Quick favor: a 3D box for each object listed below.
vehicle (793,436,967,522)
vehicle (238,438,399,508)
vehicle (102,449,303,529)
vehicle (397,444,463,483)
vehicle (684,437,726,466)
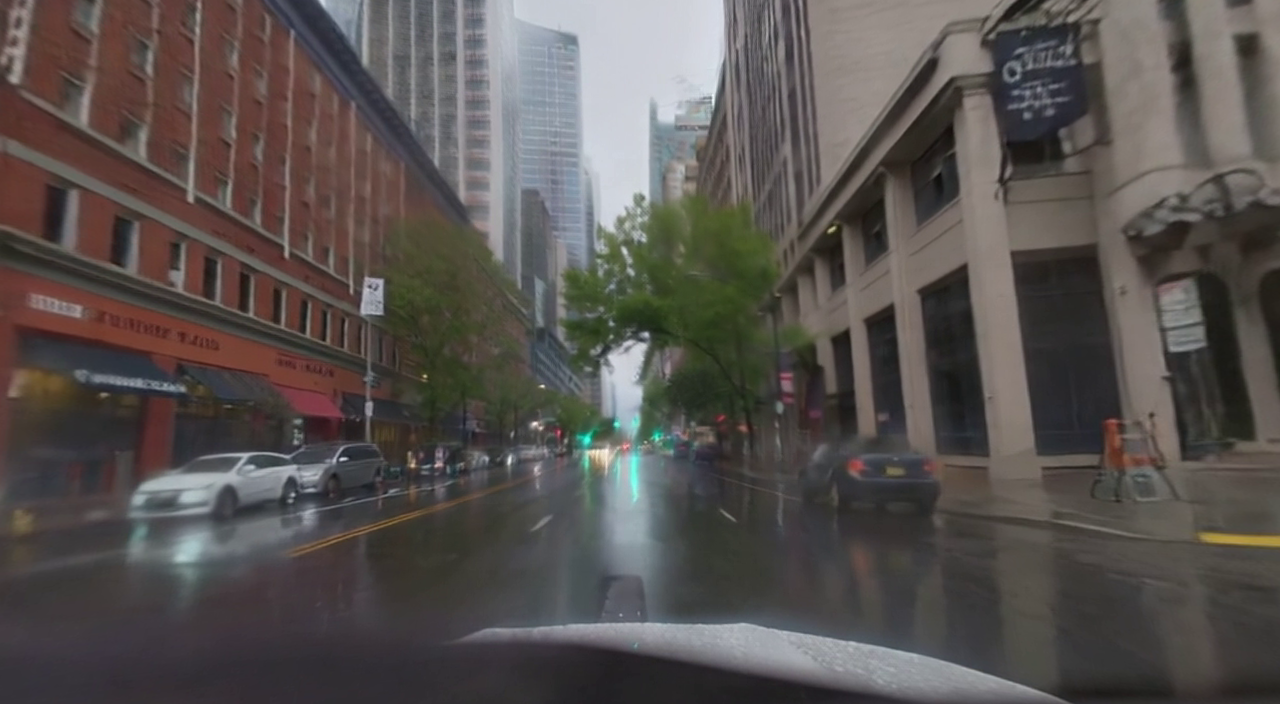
[{"bbox_3d":[4.844,2.608,13.594,1.929,1.522,4.543,0,-8,0],"label":"vehicle"},{"bbox_3d":[-10.995,4.158,22.403,2.574,1.922,6.292,-4,-8,-2],"label":"vehicle"},{"bbox_3d":[-11.126,3.450,16.624,1.992,1.629,4.773,-4,-8,-1],"label":"vehicle"},{"bbox_3d":[-11.470,6.072,34.907,1.970,1.828,5.519,-3,-8,-3],"label":"vehicle"},{"bbox_3d":[4.428,6.920,44.081,2.237,1.908,5.320,0,-8,-1],"label":"vehicle"}]
